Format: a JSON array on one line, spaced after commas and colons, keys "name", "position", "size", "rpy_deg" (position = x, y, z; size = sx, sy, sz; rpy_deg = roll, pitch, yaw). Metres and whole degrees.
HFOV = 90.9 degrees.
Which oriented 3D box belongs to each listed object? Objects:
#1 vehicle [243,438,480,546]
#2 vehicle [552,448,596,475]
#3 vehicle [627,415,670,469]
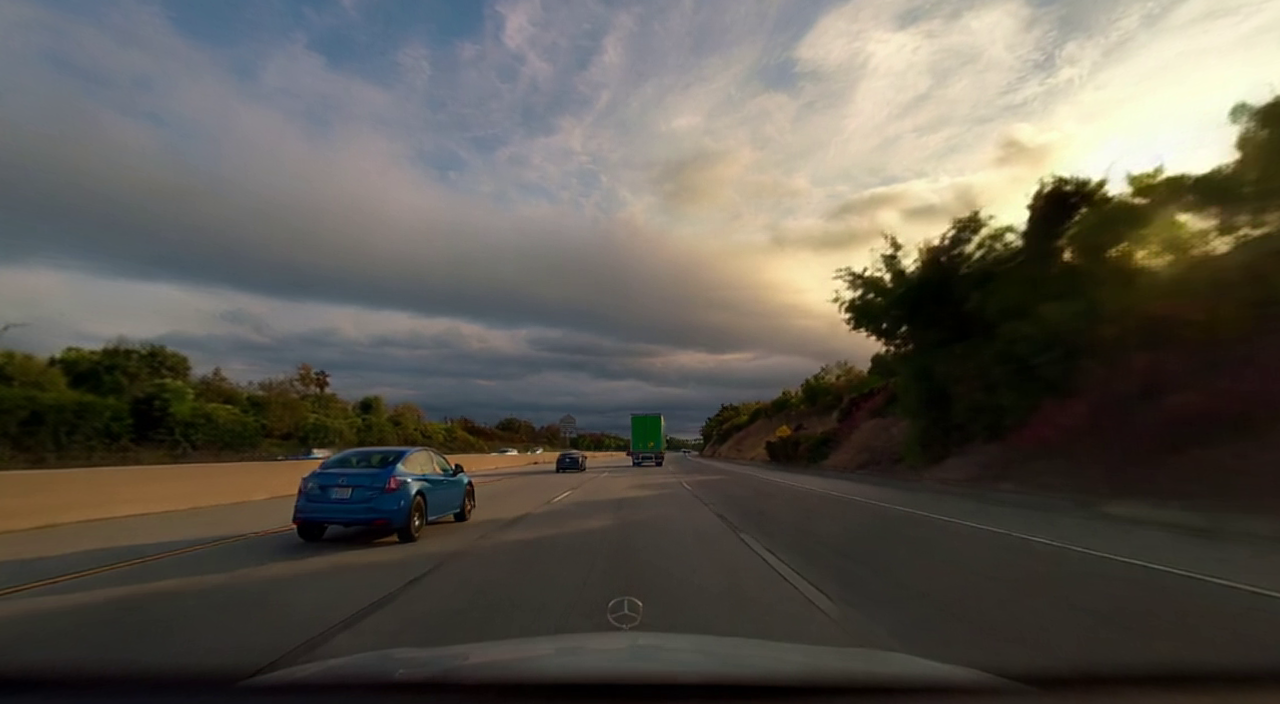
[{"name": "vehicle", "position": [-4.392, 2.269, 10.898], "size": [2.010, 1.461, 4.391], "rpy_deg": [0, -9, 1]}, {"name": "vehicle", "position": [-3.761, 6.326, 36.631], "size": [1.981, 1.435, 4.199], "rpy_deg": [0, -9, 1]}, {"name": "vehicle", "position": [0.556, 6.830, 47.586], "size": [2.893, 3.628, 9.081], "rpy_deg": [0, -9, 0]}]
